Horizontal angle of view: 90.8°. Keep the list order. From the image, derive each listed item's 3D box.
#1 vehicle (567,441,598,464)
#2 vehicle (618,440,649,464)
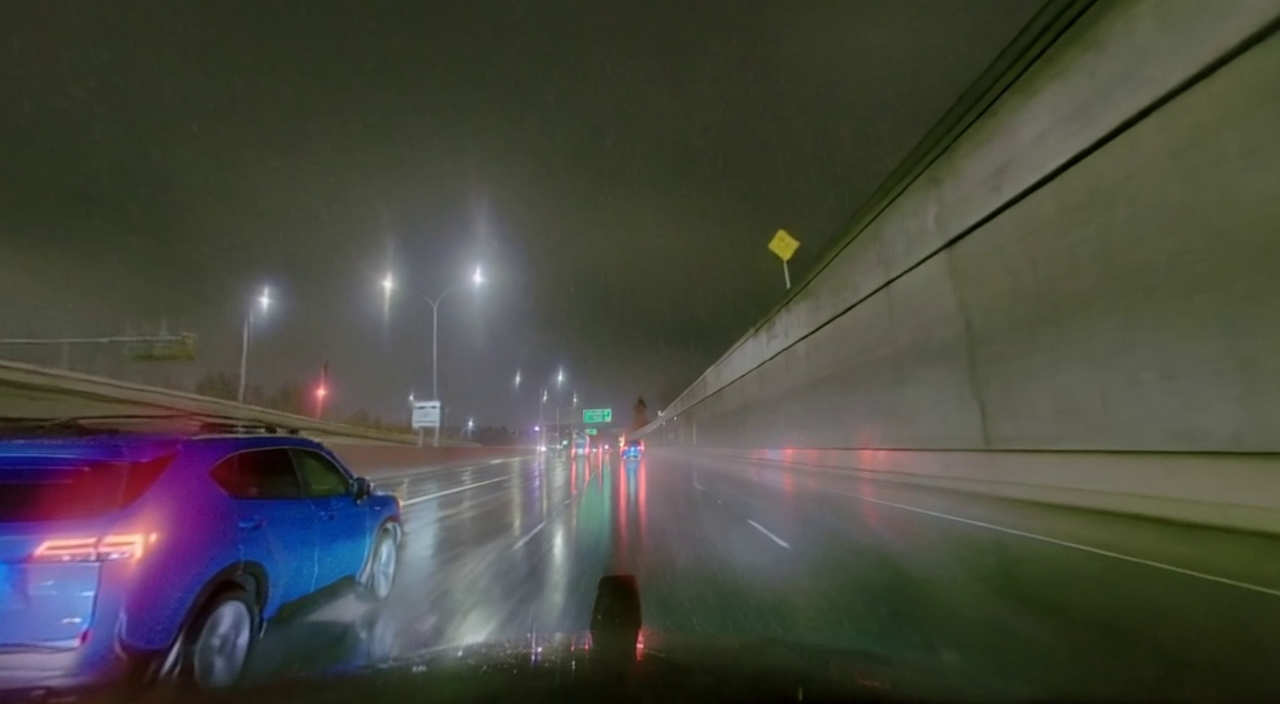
[{"bbox_3d":[-4.269,7.529,47.525,2.000,1.646,4.201,0,-8,-1],"label":"vehicle"},{"bbox_3d":[-0.479,7.184,45.551,2.132,1.657,3.967,0,-8,-2],"label":"vehicle"}]
